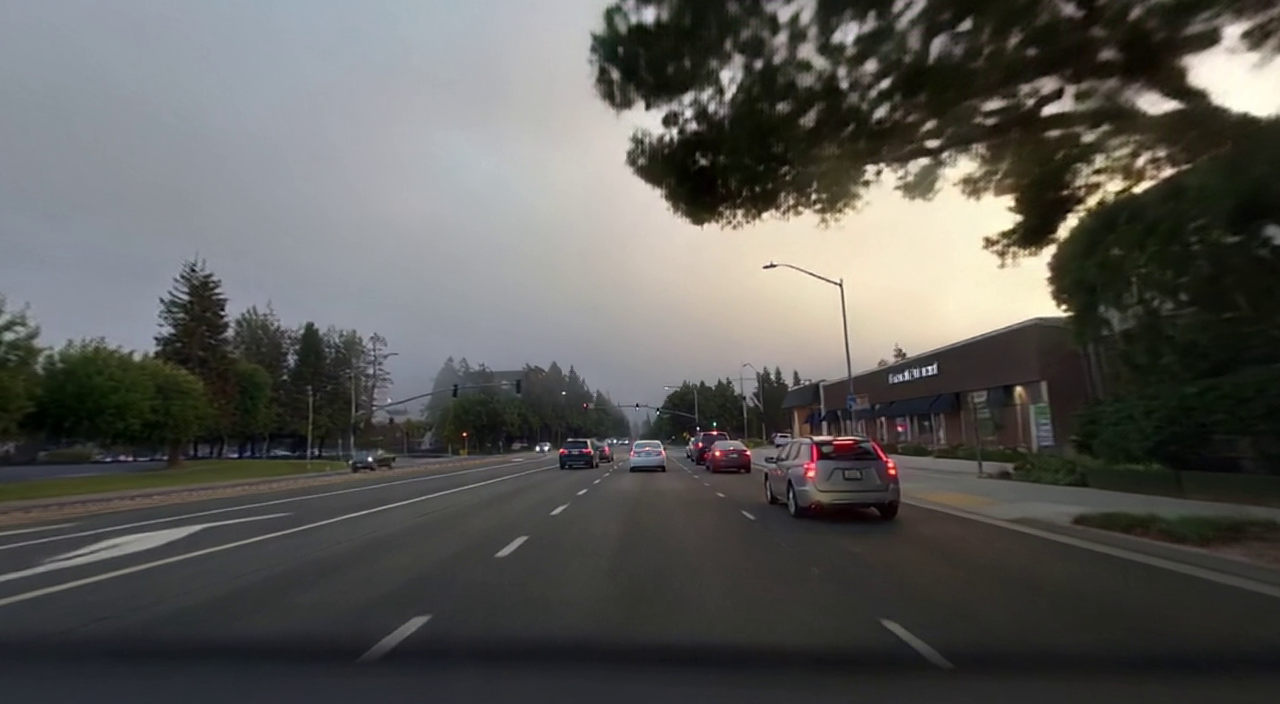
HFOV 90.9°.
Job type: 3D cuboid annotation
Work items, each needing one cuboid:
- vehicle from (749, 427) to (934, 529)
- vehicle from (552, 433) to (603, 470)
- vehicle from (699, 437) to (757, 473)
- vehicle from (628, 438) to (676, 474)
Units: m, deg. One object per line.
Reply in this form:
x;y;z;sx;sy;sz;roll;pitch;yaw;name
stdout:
3.363;2.190;11.558;1.948;1.474;4.360;0;-8;0;vehicle
-3.050;4.980;31.667;2.023;1.720;4.452;0;-8;2;vehicle
3.851;4.584;28.181;1.913;1.463;4.198;0;-8;-1;vehicle
0.509;4.534;27.648;1.971;1.433;3.923;0;-8;1;vehicle
